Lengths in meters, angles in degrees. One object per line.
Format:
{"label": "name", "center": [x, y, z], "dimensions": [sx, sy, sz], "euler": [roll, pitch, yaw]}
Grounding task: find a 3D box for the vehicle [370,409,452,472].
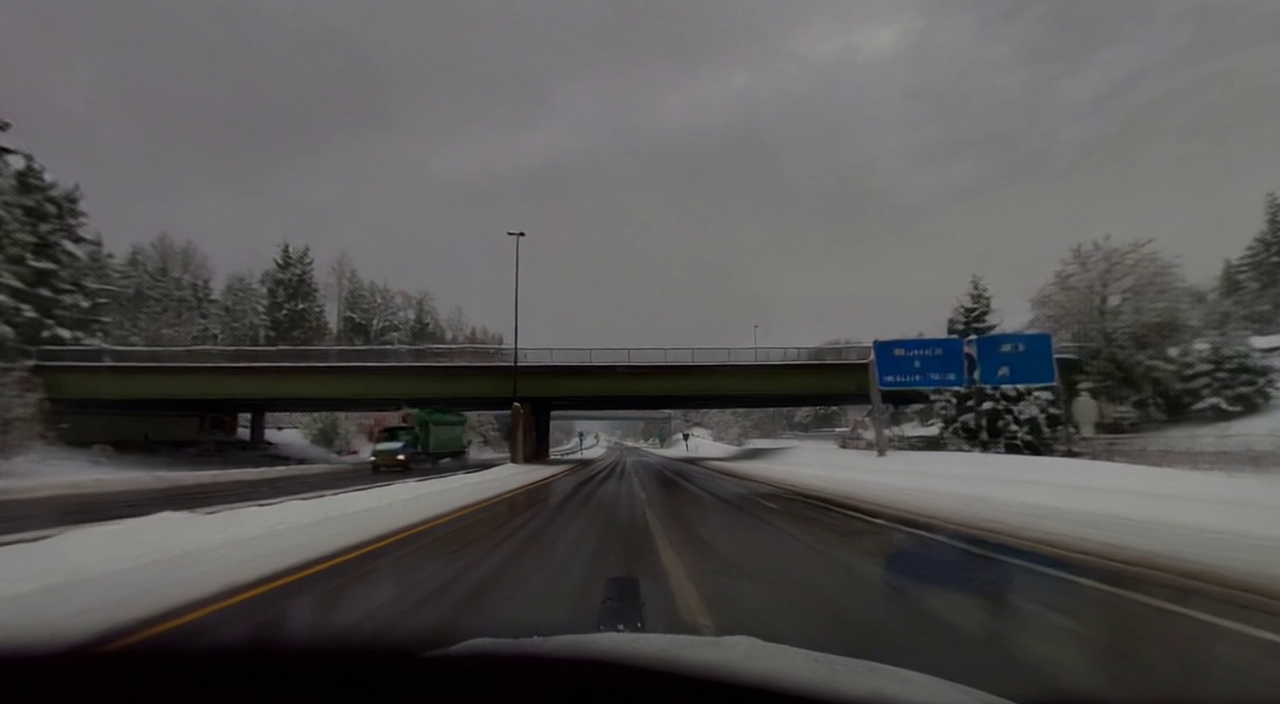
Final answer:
{"label": "vehicle", "center": [-15.804, 6.183, 43.971], "dimensions": [3.391, 4.040, 5.988], "euler": [1, -9, -1]}
